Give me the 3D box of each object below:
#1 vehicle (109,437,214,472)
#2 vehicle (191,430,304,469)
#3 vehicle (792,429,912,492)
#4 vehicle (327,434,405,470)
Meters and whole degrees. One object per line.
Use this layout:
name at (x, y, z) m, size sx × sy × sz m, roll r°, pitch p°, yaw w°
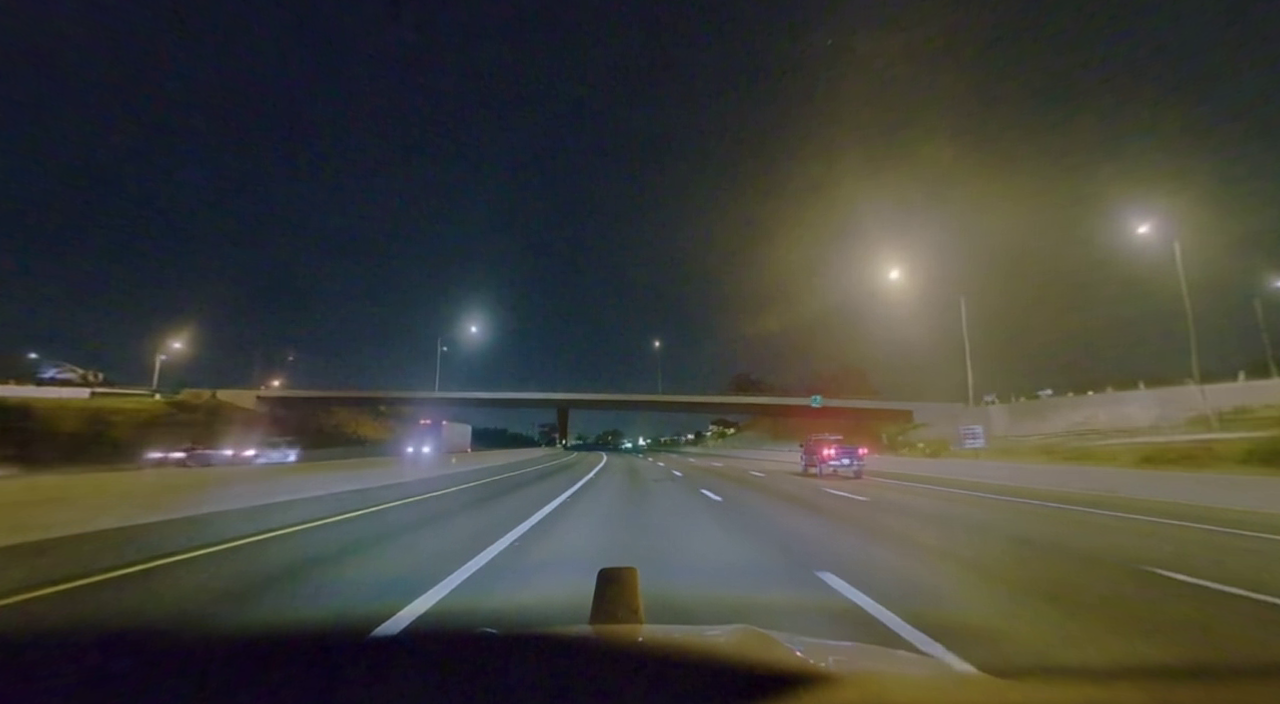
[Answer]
vehicle at (-26.359, 5.644, 35.032) m, size 2.035 × 1.768 × 4.852 m, roll 0°, pitch -9°, yaw -1°
vehicle at (-22.582, 5.660, 36.768) m, size 2.733 × 2.089 × 6.229 m, roll 0°, pitch -9°, yaw -2°
vehicle at (6.446, 3.352, 19.865) m, size 2.104 × 1.723 × 4.538 m, roll 0°, pitch -9°, yaw -2°
vehicle at (-14.447, 5.302, 33.613) m, size 2.078 × 1.773 × 4.681 m, roll 0°, pitch -9°, yaw -1°
